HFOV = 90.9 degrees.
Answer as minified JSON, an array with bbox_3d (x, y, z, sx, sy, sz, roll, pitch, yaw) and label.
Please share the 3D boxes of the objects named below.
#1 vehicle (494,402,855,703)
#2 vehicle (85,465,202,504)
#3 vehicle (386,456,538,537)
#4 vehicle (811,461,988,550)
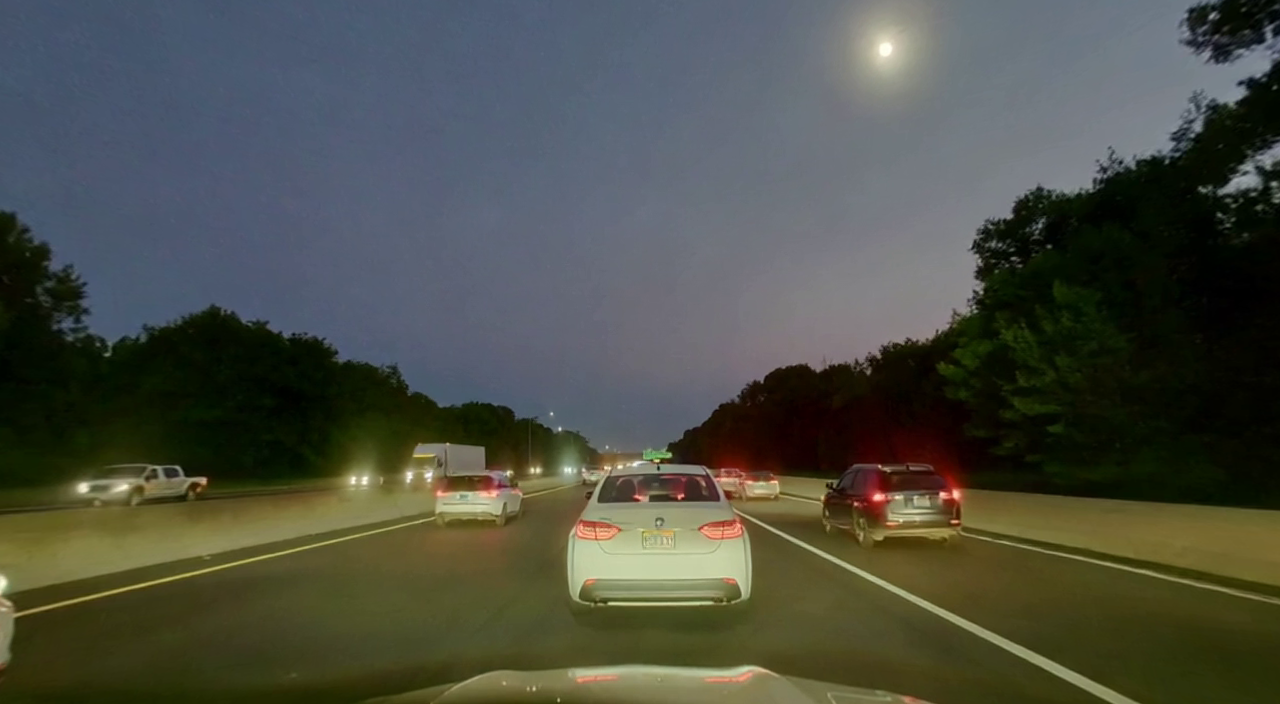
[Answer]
[{"bbox_3d":[0.177,1.550,5.768,2.057,1.725,4.126,1,-11,-1],"label":"vehicle"},{"bbox_3d":[-24.095,6.416,30.826,1.999,1.733,4.392,0,-11,1],"label":"vehicle"},{"bbox_3d":[-3.778,3.206,14.409,1.960,1.502,4.593,0,-11,2],"label":"vehicle"},{"bbox_3d":[4.997,3.015,12.871,1.978,1.472,4.022,0,-11,1],"label":"vehicle"}]
